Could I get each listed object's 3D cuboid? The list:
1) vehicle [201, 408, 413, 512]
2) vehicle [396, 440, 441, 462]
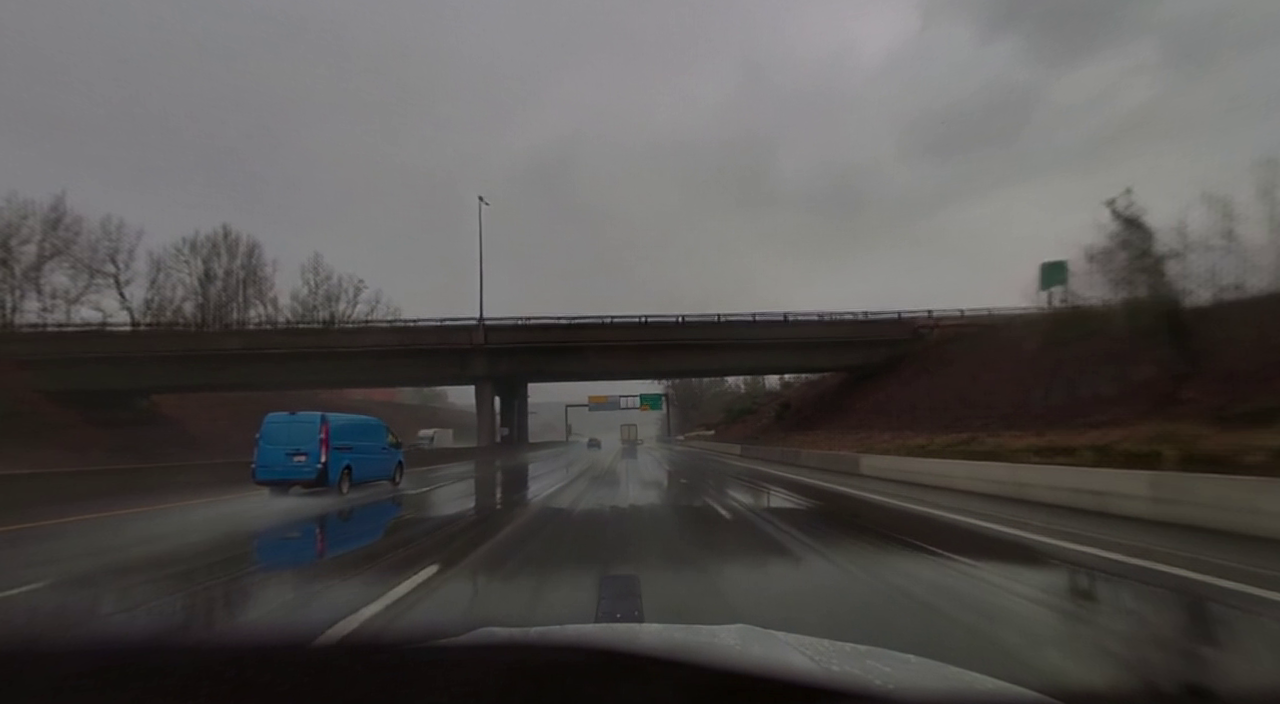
[{"bbox_3d":[-7.401,2.444,14.861,2.150,1.996,5.341,0,-8,-1],"label":"vehicle"},{"bbox_3d":[-16.392,7.343,46.705,1.883,1.535,4.353,0,-8,-1],"label":"vehicle"}]
